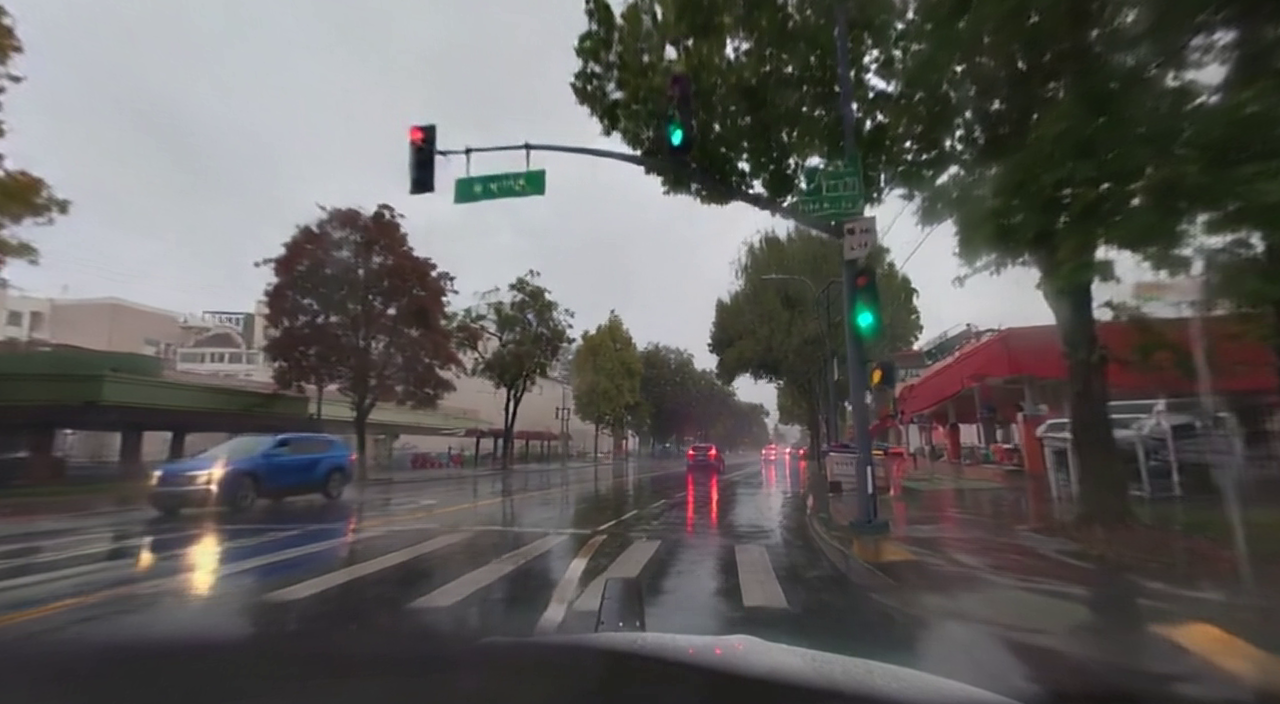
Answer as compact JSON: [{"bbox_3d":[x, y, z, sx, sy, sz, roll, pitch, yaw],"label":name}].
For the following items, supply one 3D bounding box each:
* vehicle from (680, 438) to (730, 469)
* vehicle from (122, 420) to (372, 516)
[{"bbox_3d":[3.888,5.921,37.071,2.101,1.721,4.364,-3,-9,17],"label":"vehicle"},{"bbox_3d":[-8.072,2.420,13.653,2.017,1.684,4.483,-2,-9,10],"label":"vehicle"}]
